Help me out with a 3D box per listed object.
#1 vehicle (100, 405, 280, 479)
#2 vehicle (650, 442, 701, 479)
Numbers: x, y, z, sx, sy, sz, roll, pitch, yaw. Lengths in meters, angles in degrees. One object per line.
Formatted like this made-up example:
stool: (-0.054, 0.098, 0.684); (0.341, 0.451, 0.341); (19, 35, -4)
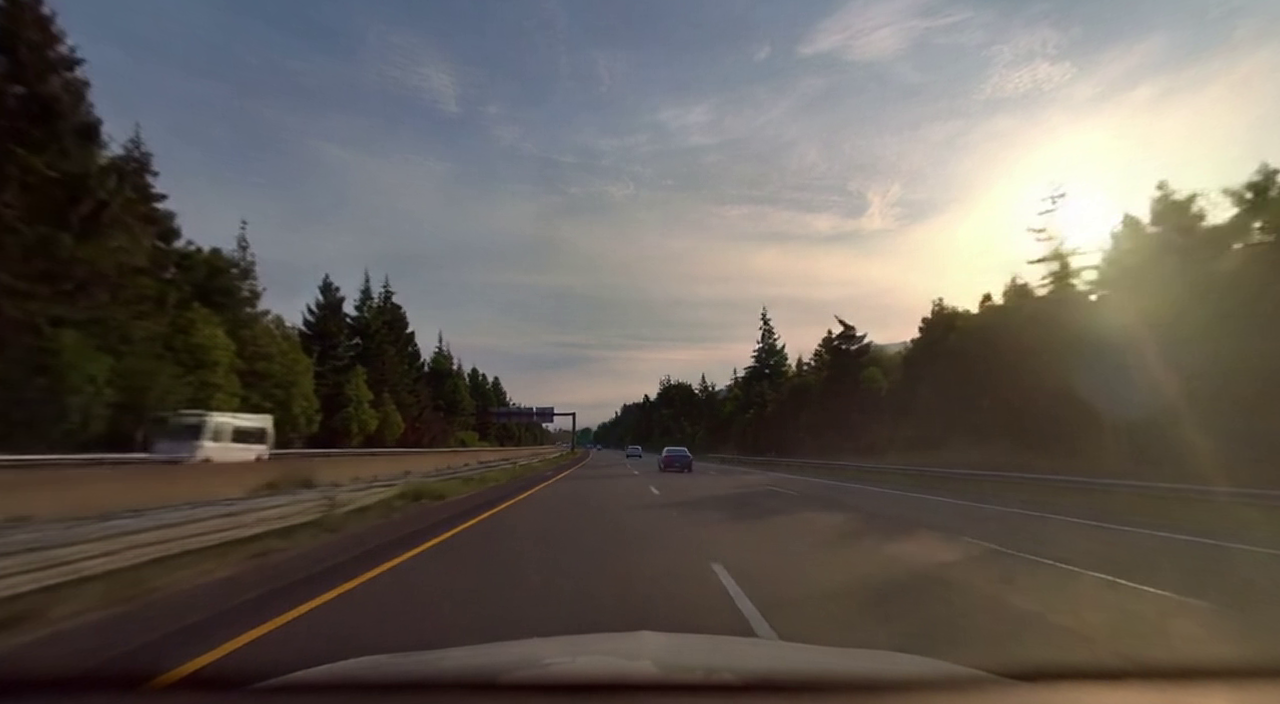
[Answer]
vehicle: (-15.134, 3.116, 21.746); (2.293, 2.215, 5.346); (1, -8, -2)
vehicle: (1.573, 5.008, 29.405); (2.011, 1.590, 3.607); (1, -8, -3)
